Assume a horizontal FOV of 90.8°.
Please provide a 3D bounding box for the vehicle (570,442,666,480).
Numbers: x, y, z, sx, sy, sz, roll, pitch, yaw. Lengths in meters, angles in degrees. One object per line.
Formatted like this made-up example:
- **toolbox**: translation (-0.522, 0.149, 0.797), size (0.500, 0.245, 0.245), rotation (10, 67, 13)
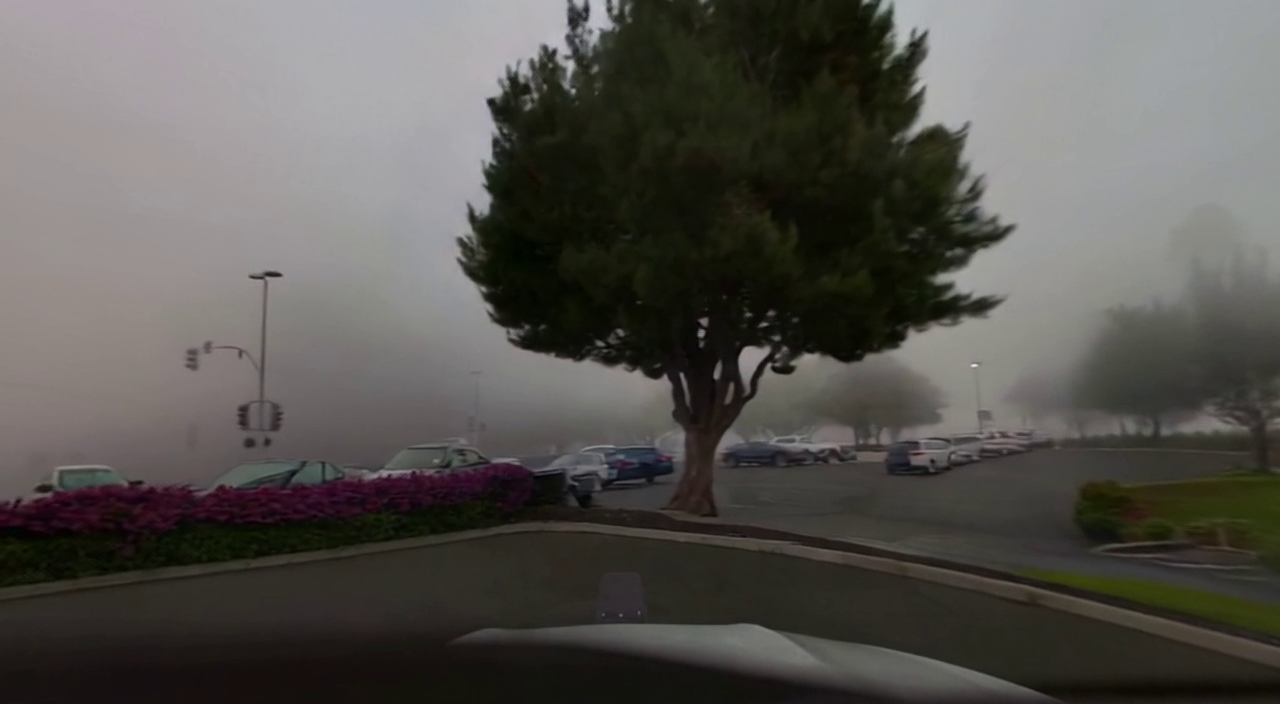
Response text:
- **vehicle**: translation (-1.101, 5.078, 29.243), size (1.849, 1.479, 4.622), rotation (7, -15, -42)

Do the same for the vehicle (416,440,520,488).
- **vehicle**: translation (-6.691, 4.352, 24.225), size (1.915, 1.543, 4.934), rotation (6, -14, -40)

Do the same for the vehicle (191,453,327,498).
- **vehicle**: translation (-17.566, 5.702, 29.300), size (4.938, 1.769, 2.454), rotation (7, -14, -41)

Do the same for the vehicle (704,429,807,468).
- **vehicle**: translation (6.445, 5.494, 35.826), size (2.318, 1.837, 5.285), rotation (7, -15, -43)

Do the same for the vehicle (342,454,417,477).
- **vehicle**: translation (-18.881, 8.205, 45.889), size (4.721, 1.466, 1.727), rotation (7, -14, -41)

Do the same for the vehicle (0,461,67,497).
- **vehicle**: translation (-33.376, 6.729, 33.136), size (4.768, 1.686, 2.028), rotation (6, -14, -41)

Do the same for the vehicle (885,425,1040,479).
- **vehicle**: translation (12.179, 3.891, 24.171), size (1.889, 1.707, 4.755), rotation (6, -14, -41)
